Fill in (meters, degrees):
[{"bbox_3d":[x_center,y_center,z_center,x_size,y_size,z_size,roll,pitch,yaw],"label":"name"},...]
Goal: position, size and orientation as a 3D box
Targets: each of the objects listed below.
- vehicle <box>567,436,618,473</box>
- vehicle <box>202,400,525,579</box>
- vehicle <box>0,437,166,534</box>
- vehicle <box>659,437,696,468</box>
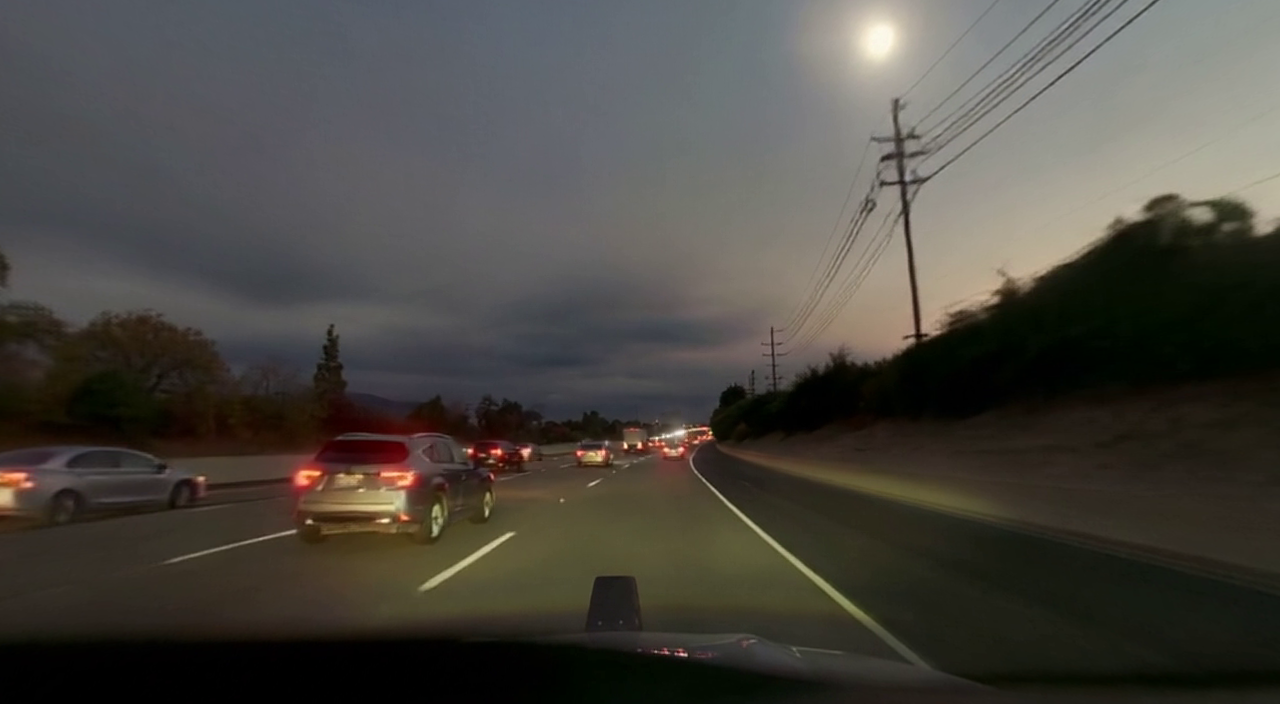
[{"bbox_3d":[-2.271,5.070,31.323,1.976,1.688,4.124,-1,-9,3],"label":"vehicle"},{"bbox_3d":[-3.262,1.763,8.923,2.202,1.801,4.959,0,-9,2],"label":"vehicle"},{"bbox_3d":[-11.051,2.277,11.049,1.954,1.517,4.378,0,-9,2],"label":"vehicle"},{"bbox_3d":[2.220,5.859,36.748,2.038,1.677,4.219,-1,-9,5],"label":"vehicle"}]
